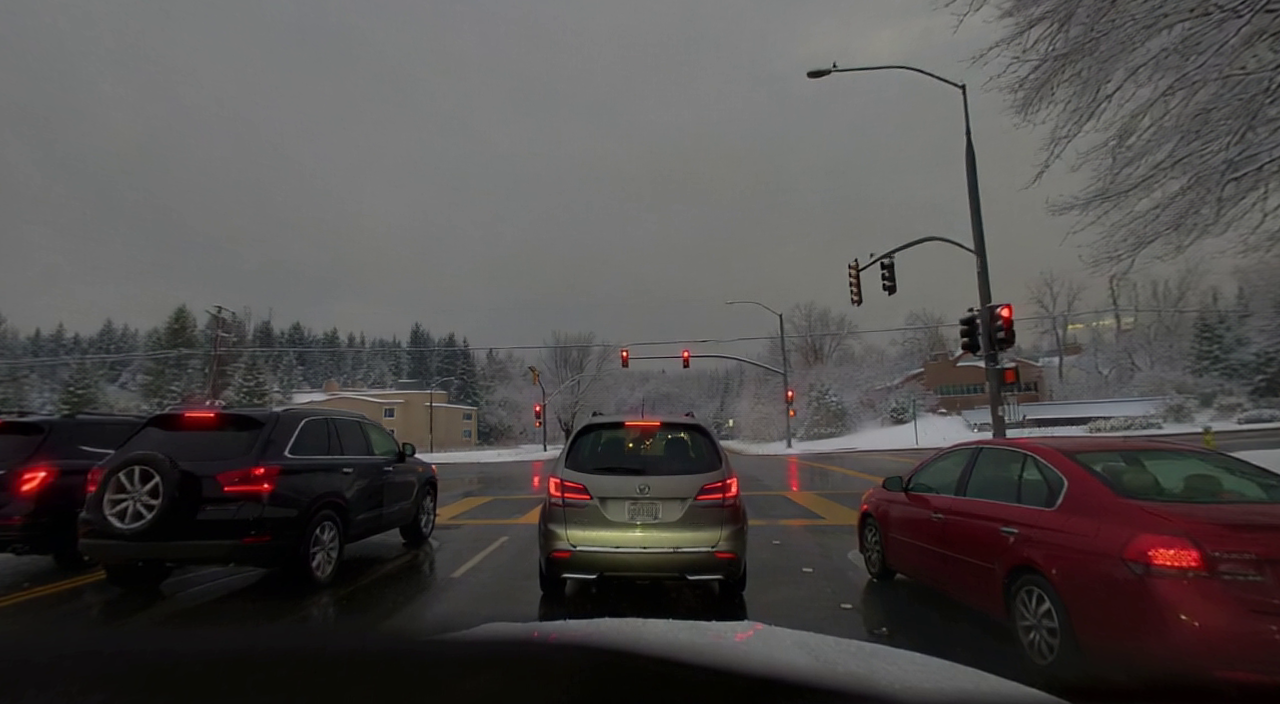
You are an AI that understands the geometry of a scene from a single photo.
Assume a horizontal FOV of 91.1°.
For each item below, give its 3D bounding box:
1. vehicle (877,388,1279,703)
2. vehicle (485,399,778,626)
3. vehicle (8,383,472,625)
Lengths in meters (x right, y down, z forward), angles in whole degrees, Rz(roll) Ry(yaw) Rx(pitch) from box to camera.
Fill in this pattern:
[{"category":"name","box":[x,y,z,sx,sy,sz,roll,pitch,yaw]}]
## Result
[{"category":"vehicle","box":[3.588,1.207,4.602,2.010,1.486,4.498,0,-8,1]},{"category":"vehicle","box":[-0.043,1.395,6.304,2.047,1.579,3.642,0,-8,1]},{"category":"vehicle","box":[-3.551,1.431,6.859,2.014,1.755,4.360,0,-8,3]}]
